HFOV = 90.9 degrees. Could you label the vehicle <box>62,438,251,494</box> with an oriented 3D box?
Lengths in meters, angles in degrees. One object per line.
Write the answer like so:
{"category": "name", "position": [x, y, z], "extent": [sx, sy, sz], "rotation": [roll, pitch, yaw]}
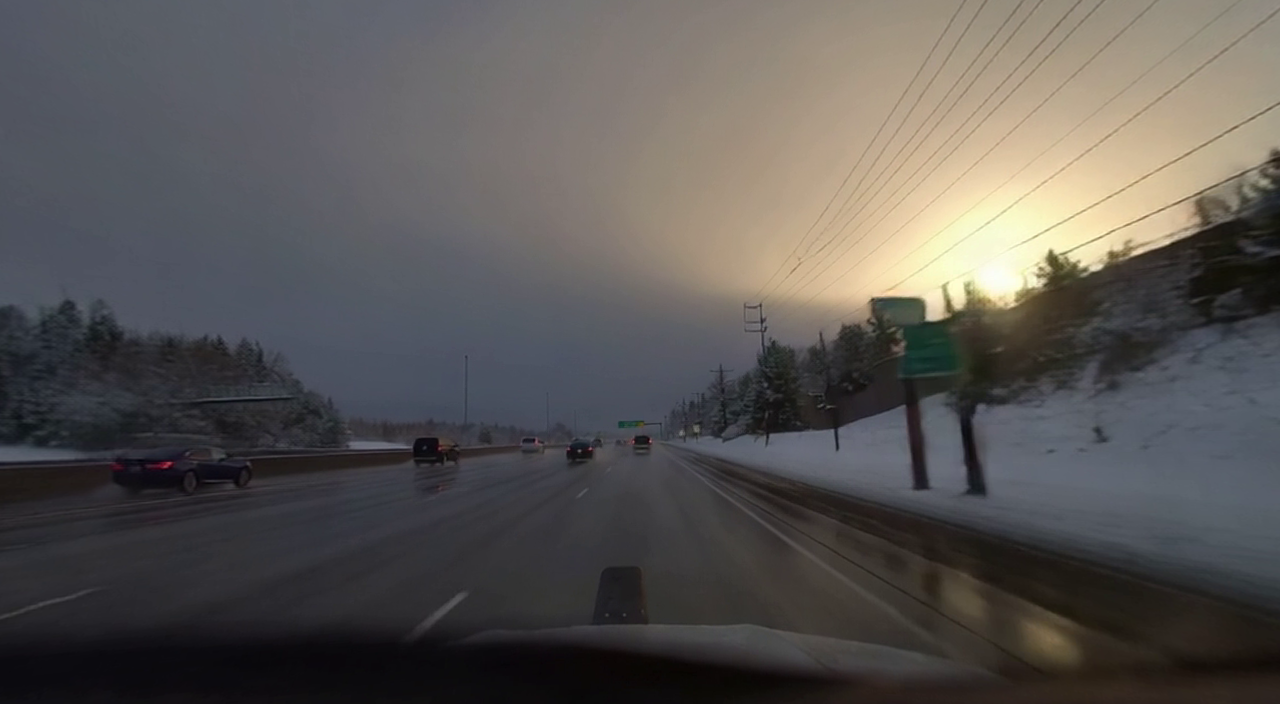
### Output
{"category": "vehicle", "position": [-14.378, 3.401, 19.238], "extent": [1.885, 1.474, 4.849], "rotation": [0, -9, 1]}

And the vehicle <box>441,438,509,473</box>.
{"category": "vehicle", "position": [-7.455, 4.729, 28.915], "extent": [1.899, 1.472, 4.202], "rotation": [0, -8, 1]}

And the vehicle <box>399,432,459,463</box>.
{"category": "vehicle", "position": [-14.181, 6.469, 42.710], "extent": [2.172, 1.946, 5.017], "rotation": [0, -9, 1]}
